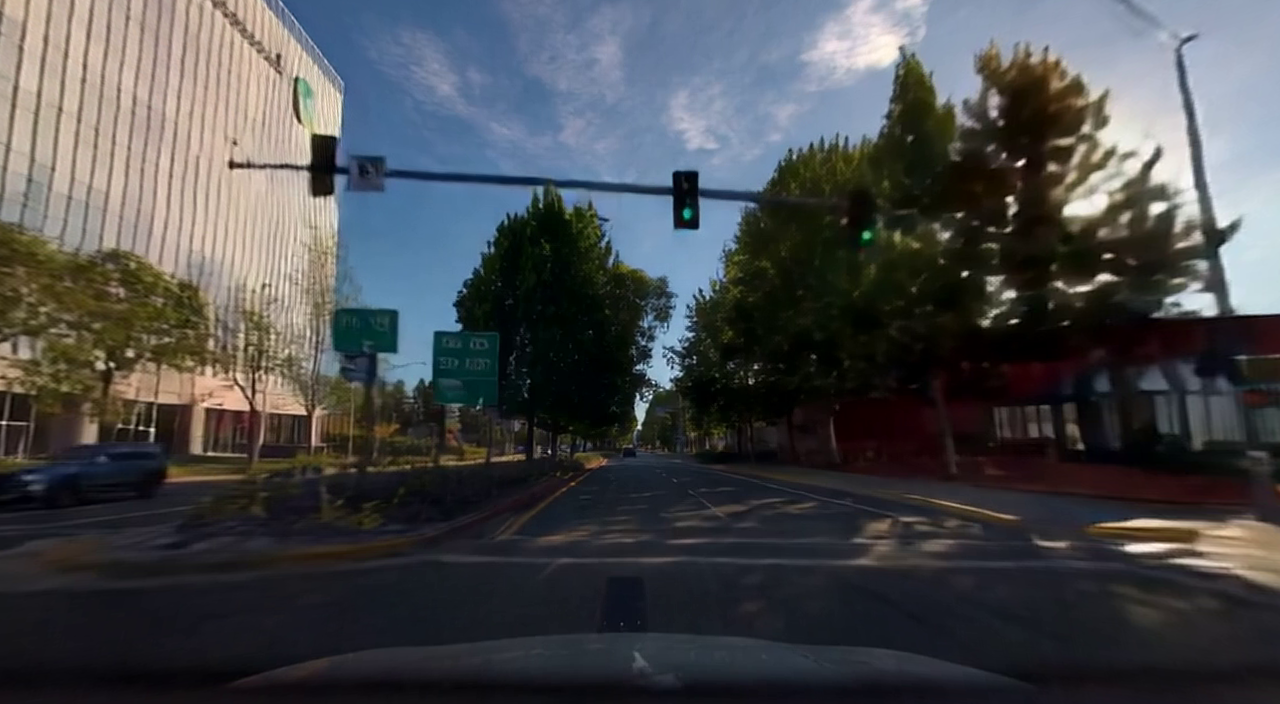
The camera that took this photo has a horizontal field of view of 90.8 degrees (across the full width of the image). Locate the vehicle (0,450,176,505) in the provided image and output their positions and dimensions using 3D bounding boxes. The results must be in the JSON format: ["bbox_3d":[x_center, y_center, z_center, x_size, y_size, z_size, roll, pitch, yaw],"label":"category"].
[{"bbox_3d":[-16.552,3.680,18.964,1.924,1.434,4.456,0,-9,-1],"label":"vehicle"}]
